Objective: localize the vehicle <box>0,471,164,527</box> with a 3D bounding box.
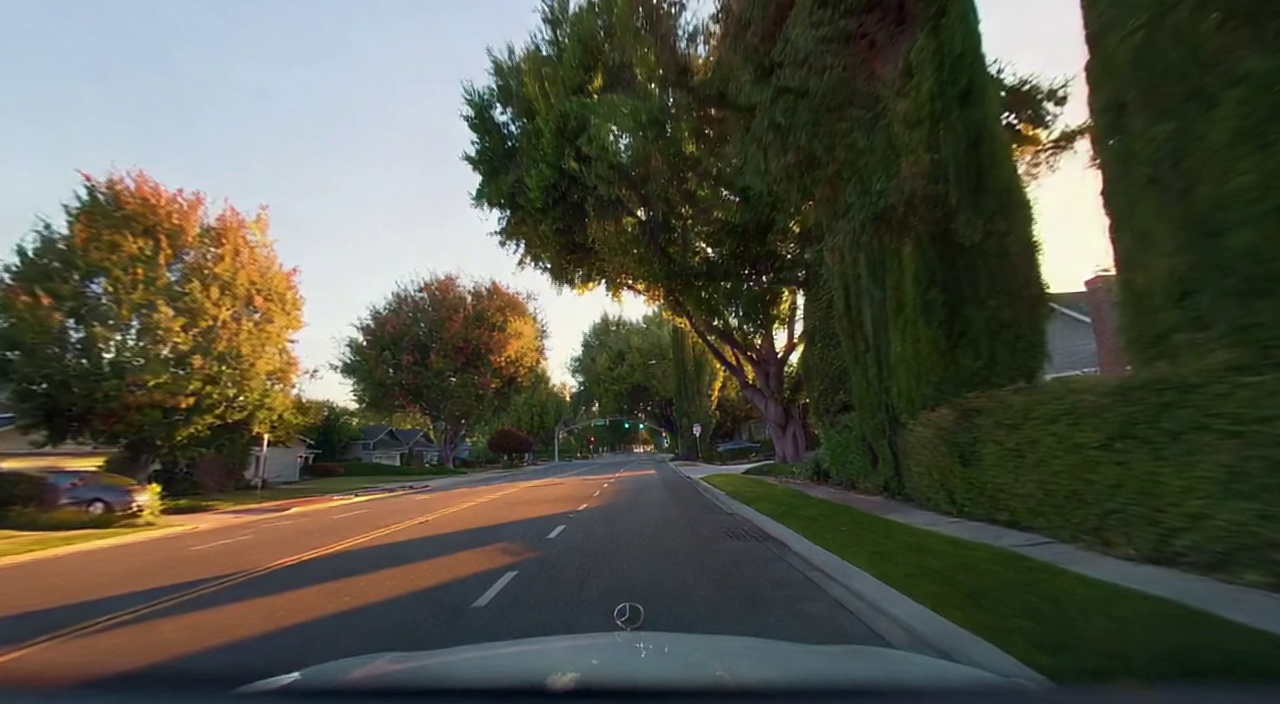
[{"bbox_3d":[-17.393,4.366,18.848,4.624,1.488,1.858,0,-9,-1],"label":"vehicle"}]
